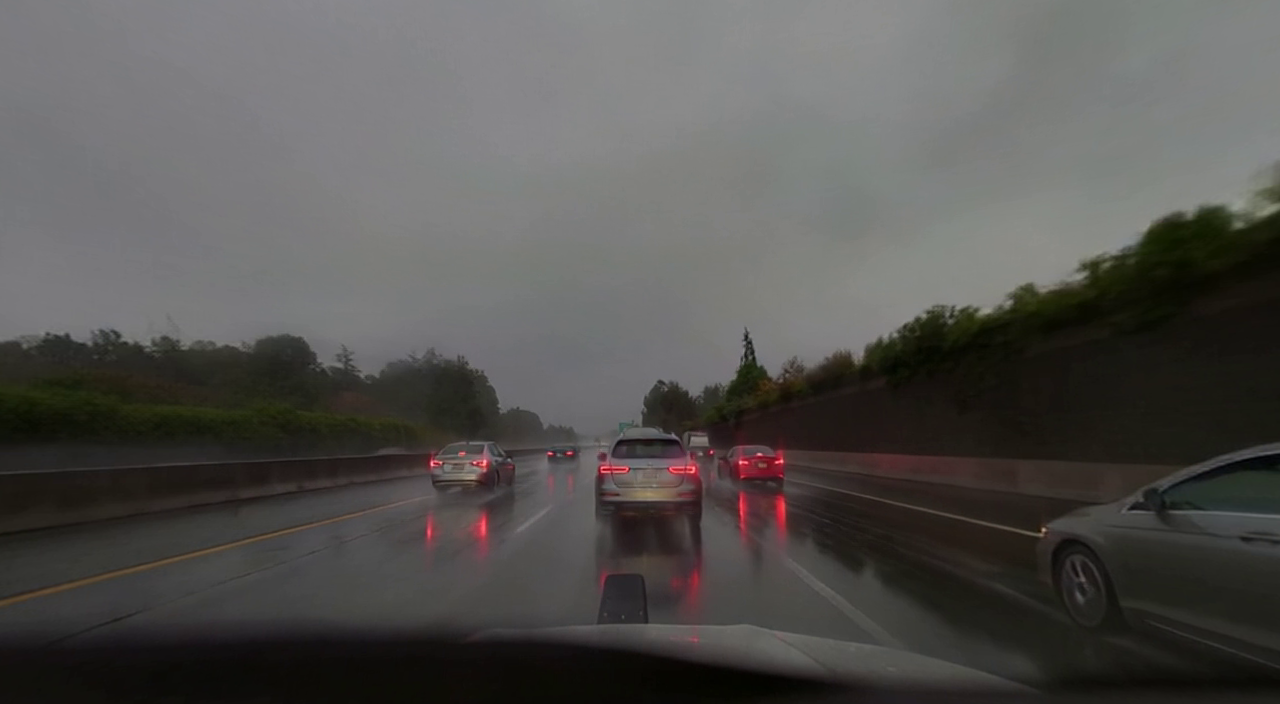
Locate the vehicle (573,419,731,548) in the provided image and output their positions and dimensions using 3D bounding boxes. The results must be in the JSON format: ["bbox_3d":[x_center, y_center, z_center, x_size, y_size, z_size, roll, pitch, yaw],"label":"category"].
[{"bbox_3d":[0.154,2.042,10.332,2.093,1.695,3.782,0,-9,0],"label":"vehicle"}]

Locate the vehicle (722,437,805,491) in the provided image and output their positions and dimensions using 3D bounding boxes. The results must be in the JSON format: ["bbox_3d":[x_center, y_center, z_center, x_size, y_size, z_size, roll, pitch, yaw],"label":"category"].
[{"bbox_3d":[3.986,3.678,20.930,1.905,1.590,3.746,0,-9,-1],"label":"vehicle"}]

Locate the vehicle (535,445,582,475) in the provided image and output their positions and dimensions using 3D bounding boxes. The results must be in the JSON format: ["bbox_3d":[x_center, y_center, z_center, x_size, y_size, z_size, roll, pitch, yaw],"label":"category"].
[{"bbox_3d":[-4.172,5.624,32.966,1.910,1.468,3.781,0,-9,1],"label":"vehicle"}]

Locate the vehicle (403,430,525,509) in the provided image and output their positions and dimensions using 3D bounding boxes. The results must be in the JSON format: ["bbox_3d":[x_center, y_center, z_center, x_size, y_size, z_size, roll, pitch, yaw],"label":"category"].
[{"bbox_3d":[-4.191,2.853,15.662,1.890,1.708,3.844,0,-9,0],"label":"vehicle"}]

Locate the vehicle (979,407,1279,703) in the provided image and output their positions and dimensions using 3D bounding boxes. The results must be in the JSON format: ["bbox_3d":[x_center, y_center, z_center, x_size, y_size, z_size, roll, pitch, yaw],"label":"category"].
[{"bbox_3d":[3.678,0.956,2.672,1.953,1.434,4.511,0,-9,0],"label":"vehicle"}]
